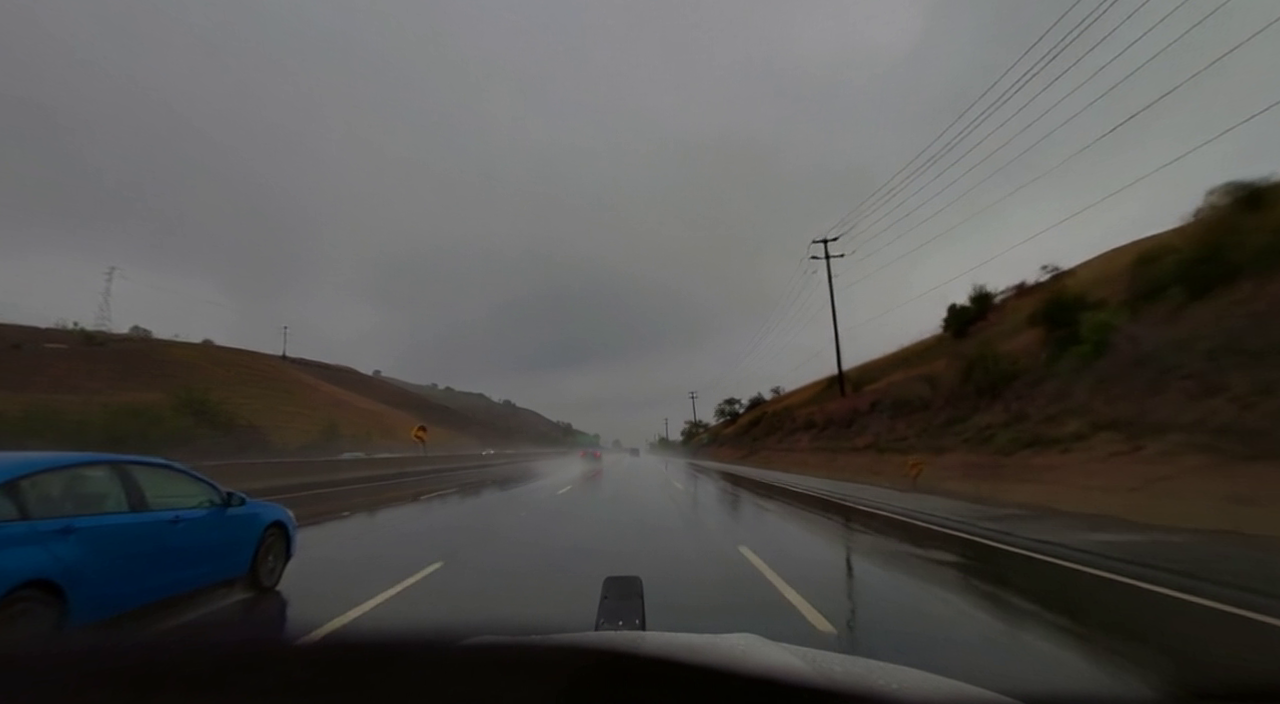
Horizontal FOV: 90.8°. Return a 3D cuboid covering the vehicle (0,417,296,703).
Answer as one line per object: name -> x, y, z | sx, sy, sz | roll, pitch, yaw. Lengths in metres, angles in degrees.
vehicle -> -4.166, 1.087, 3.185 | 2.064, 1.489, 4.966 | 0, -9, 0
